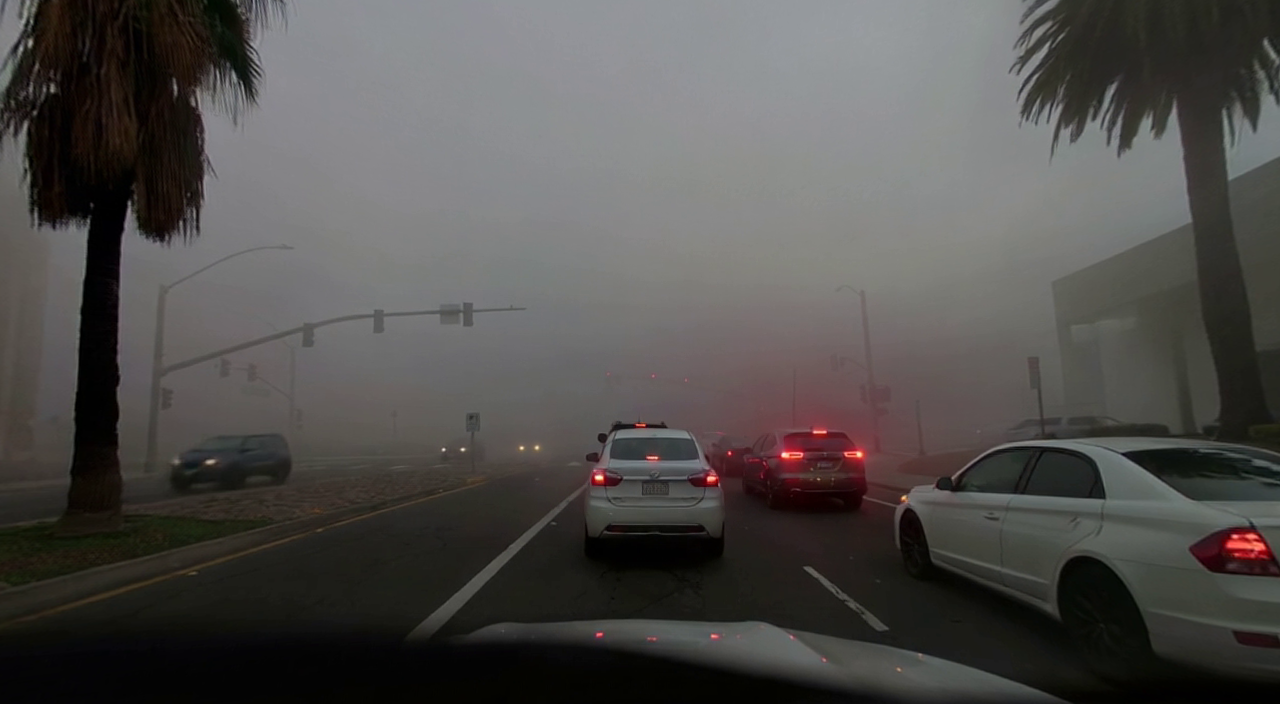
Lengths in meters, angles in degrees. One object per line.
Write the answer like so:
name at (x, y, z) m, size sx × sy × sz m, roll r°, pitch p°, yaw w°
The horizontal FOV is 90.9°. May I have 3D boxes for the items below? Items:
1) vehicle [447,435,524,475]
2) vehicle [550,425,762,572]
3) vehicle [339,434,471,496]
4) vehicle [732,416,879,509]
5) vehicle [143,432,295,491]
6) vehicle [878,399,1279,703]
vehicle at (-6.050, 4.093, 25.223) m, size 1.822 × 1.456 × 4.396 m, roll -1°, pitch -8°, yaw 2°
vehicle at (0.172, 1.787, 8.460) m, size 2.140 × 1.474 × 4.026 m, roll 0°, pitch -8°, yaw 1°
vehicle at (-6.256, 3.050, 17.362) m, size 1.900 × 1.487 × 4.165 m, roll 0°, pitch -8°, yaw 2°
vehicle at (3.489, 2.442, 14.304) m, size 2.169 × 1.751 × 4.276 m, roll 0°, pitch -8°, yaw 0°
vehicle at (-13.182, 3.436, 20.113) m, size 2.000 × 1.609 × 4.219 m, roll -1°, pitch -8°, yaw -2°
vehicle at (3.535, 1.226, 4.471) m, size 1.910 × 1.490 × 4.661 m, roll 0°, pitch -8°, yaw 1°
